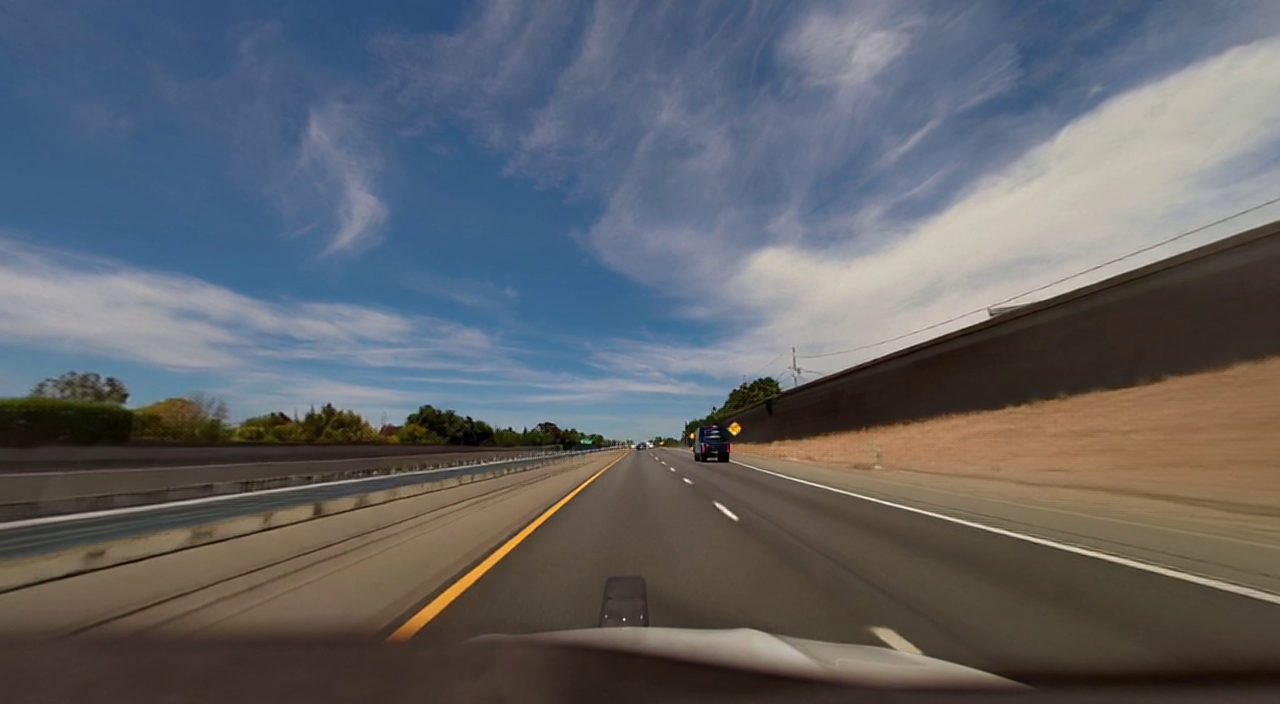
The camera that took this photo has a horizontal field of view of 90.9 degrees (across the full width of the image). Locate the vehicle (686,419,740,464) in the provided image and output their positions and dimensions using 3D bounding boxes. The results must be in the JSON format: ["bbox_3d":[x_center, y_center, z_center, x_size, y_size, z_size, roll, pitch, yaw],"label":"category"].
[{"bbox_3d":[4.360,5.523,38.785,2.430,2.495,6.062,0,-8,-1],"label":"vehicle"}]
